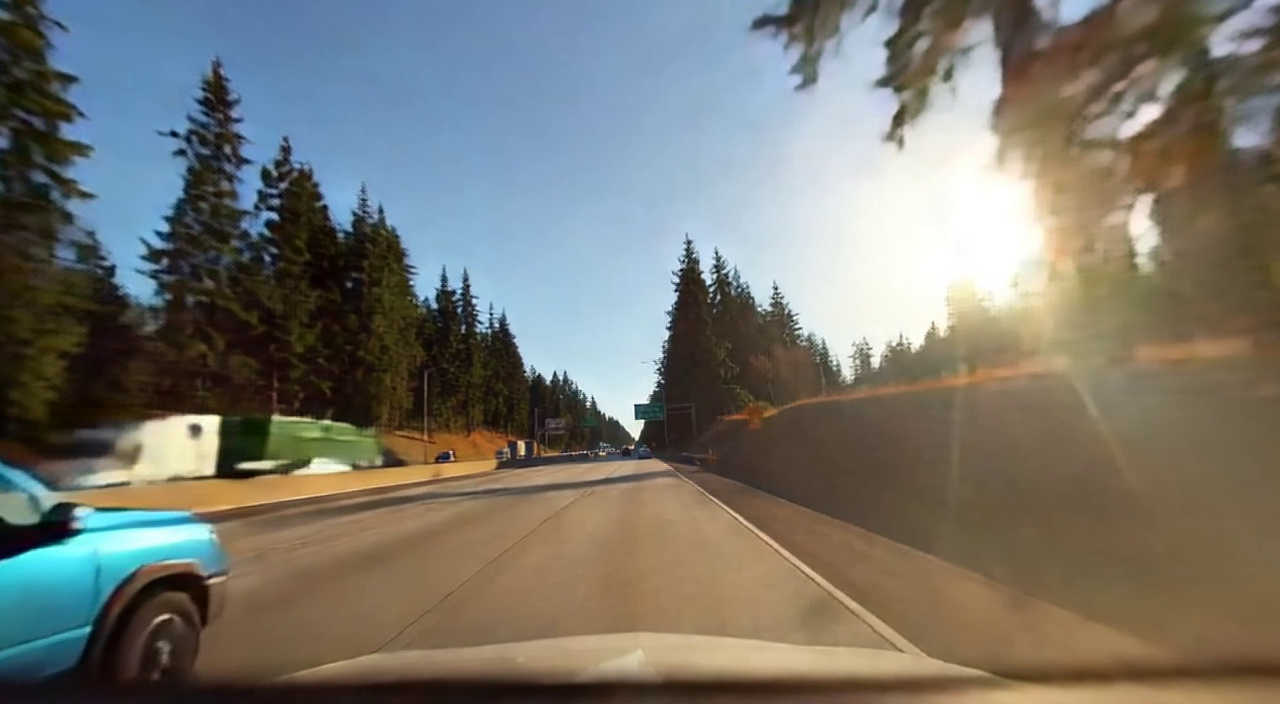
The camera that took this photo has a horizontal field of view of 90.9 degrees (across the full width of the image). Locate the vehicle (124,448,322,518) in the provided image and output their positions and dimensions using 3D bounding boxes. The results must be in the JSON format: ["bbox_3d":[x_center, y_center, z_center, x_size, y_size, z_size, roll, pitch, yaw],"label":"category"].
[{"bbox_3d":[-11.007,3.437,17.219,2.129,1.560,4.733,-1,-8,1],"label":"vehicle"}]

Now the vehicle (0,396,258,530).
[{"bbox_3d":[-15.116,3.168,18.789,2.935,3.173,7.113,0,-8,0],"label":"vehicle"}]
